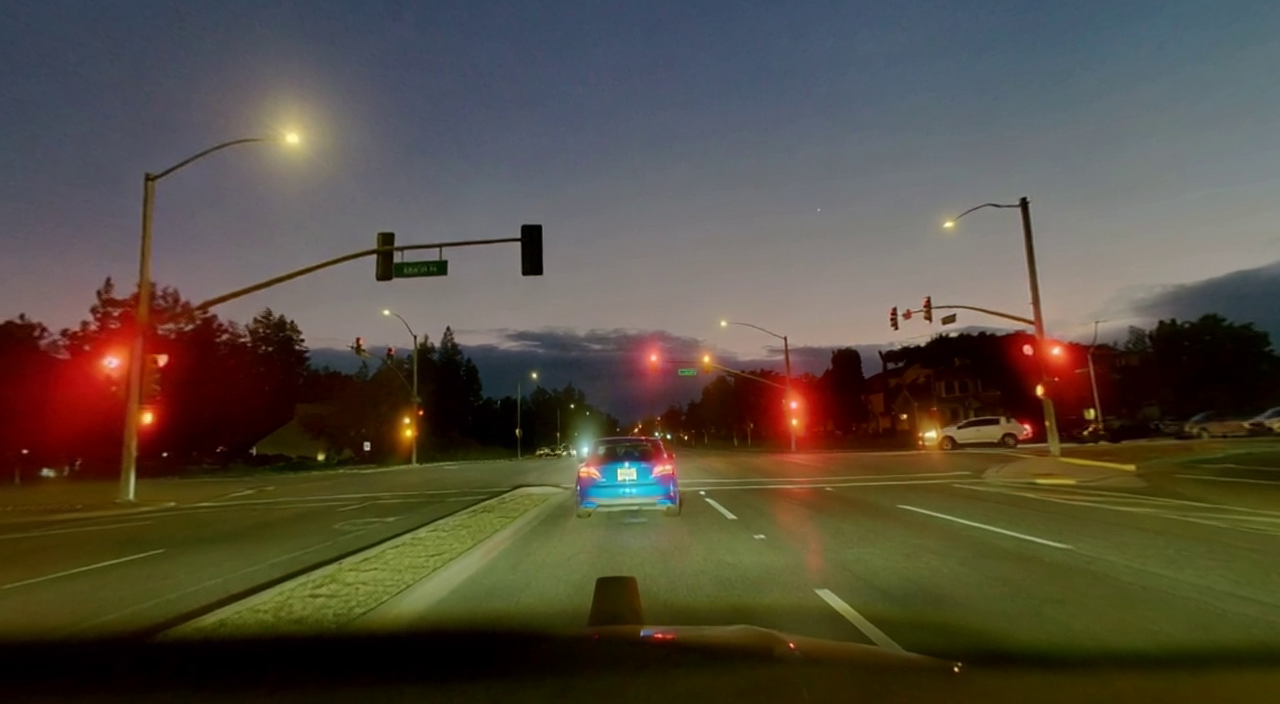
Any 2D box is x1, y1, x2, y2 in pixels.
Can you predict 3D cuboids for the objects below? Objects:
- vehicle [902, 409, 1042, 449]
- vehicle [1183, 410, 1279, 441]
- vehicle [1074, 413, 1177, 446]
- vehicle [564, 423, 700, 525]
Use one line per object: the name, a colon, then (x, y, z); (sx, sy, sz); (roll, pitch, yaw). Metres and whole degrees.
vehicle: (17.881, 4.201, 34.355); (6.025, 2.000, 2.876); (1, -7, -2)
vehicle: (35.932, 4.421, 37.984); (4.735, 1.784, 2.094); (1, -7, -3)
vehicle: (28.671, 4.593, 37.402); (4.557, 1.899, 1.996); (1, -8, -5)
vehicle: (0.042, 2.180, 11.953); (2.074, 1.570, 3.647); (0, -8, 7)
